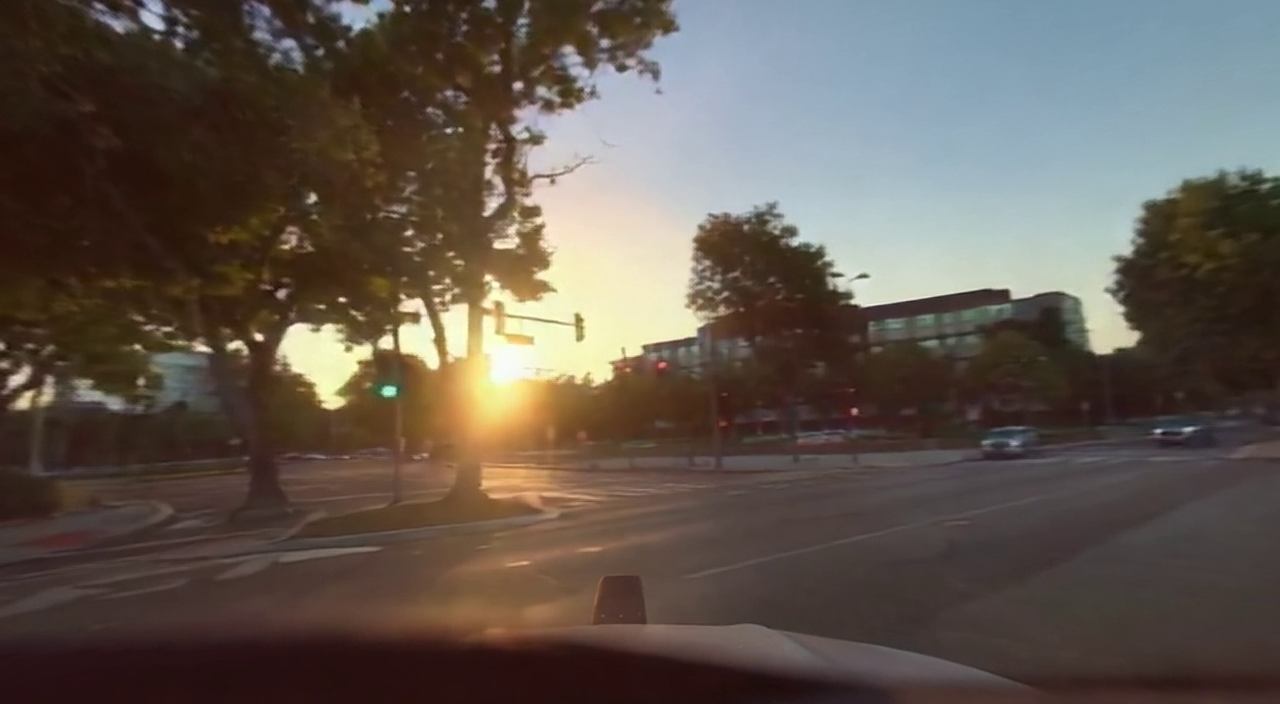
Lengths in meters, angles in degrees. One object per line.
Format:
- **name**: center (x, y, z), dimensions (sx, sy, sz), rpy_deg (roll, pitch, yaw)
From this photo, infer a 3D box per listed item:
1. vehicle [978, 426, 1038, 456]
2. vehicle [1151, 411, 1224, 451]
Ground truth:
- **vehicle**: center (20.009, 4.846, 34.272), dimensions (1.786, 1.499, 3.797), rpy_deg (-9, -12, 44)
- **vehicle**: center (24.814, 3.641, 28.600), dimensions (4.025, 1.663, 2.034), rpy_deg (8, -12, -44)
